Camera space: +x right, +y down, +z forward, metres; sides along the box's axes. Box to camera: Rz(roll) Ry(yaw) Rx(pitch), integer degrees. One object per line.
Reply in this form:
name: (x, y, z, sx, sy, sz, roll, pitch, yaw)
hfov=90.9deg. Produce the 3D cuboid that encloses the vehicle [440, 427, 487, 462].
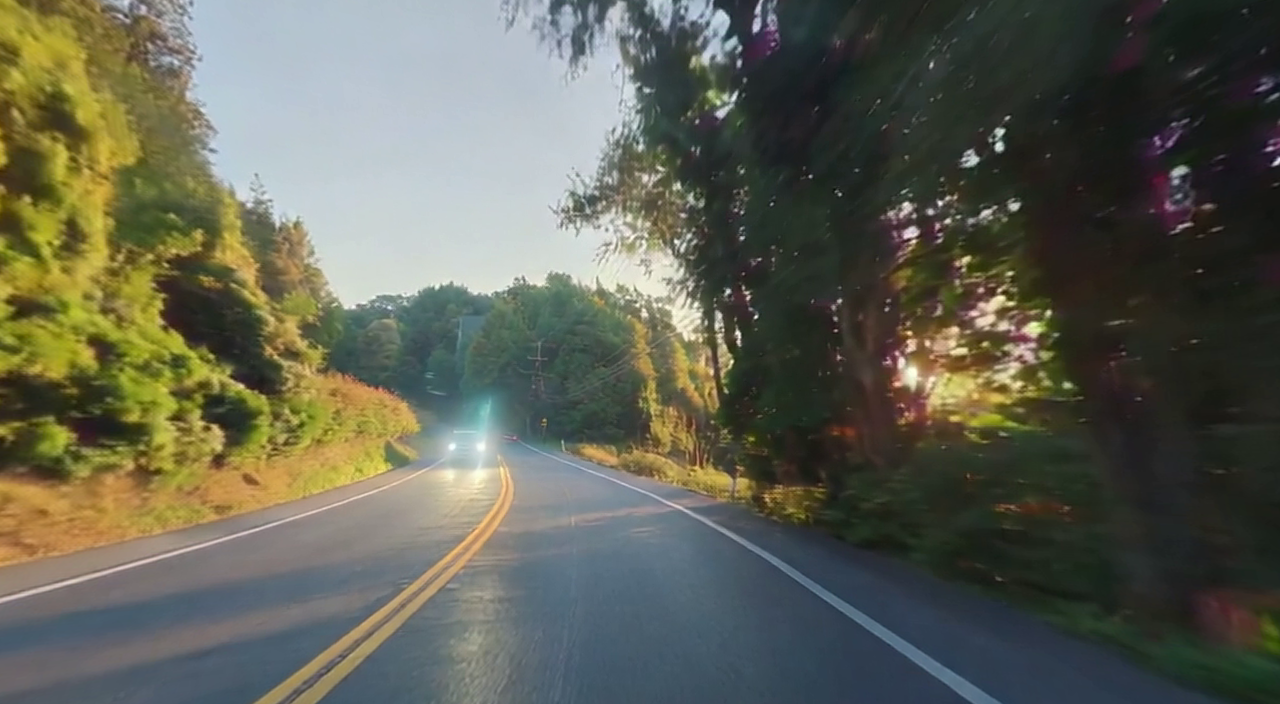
vehicle: (-10.299, 5.443, 37.083, 2.213, 1.882, 4.693, 2, -8, -11)
